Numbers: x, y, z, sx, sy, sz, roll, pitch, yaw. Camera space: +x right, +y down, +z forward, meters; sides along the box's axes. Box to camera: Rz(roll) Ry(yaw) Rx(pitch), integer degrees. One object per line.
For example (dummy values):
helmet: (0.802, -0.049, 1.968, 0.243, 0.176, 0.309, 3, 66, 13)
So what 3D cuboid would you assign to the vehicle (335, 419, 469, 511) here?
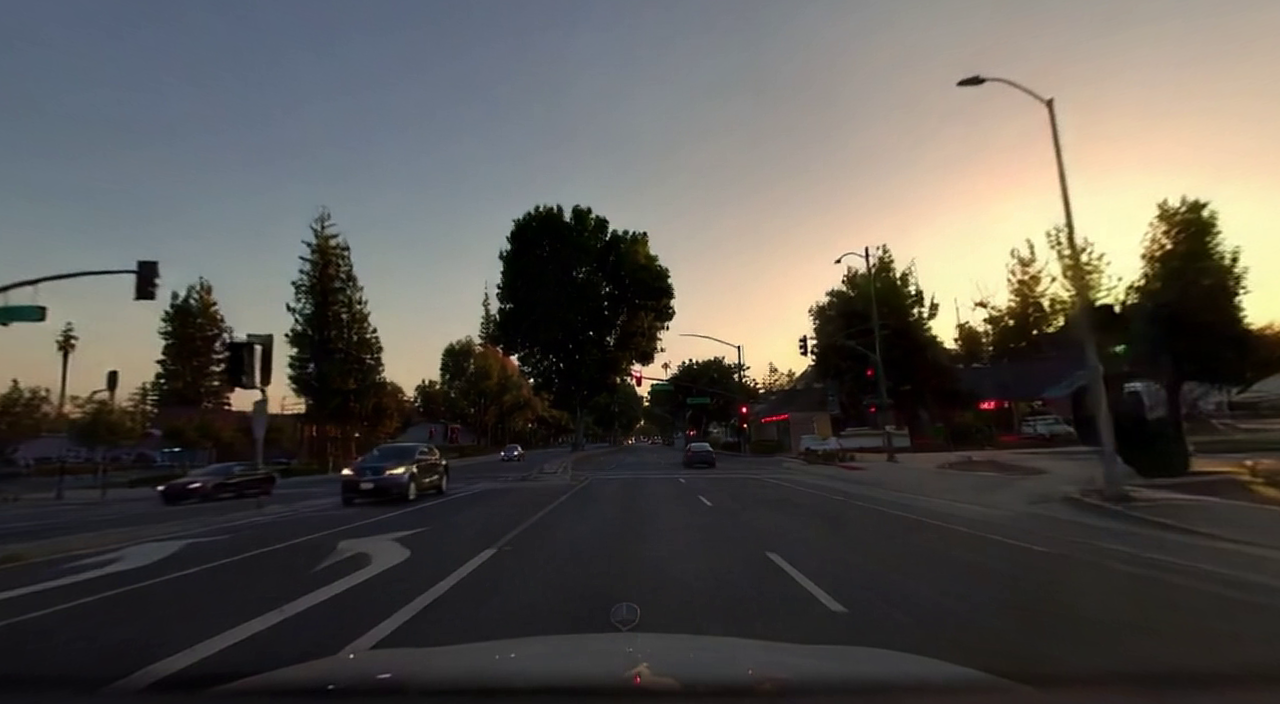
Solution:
vehicle: (-6.198, 2.980, 17.288, 2.270, 2.068, 5.517, 1, -9, -9)

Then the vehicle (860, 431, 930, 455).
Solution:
vehicle: (18.482, 6.599, 45.803, 4.447, 1.601, 2.033, 3, -9, -22)

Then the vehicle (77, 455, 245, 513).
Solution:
vehicle: (-15.350, 4.215, 20.632, 1.931, 1.590, 4.478, 0, -8, 1)

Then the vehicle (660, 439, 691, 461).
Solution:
vehicle: (2.698, 7.611, 48.962, 1.982, 1.605, 4.439, 0, -8, -1)

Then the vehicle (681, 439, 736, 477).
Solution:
vehicle: (3.063, 4.791, 28.872, 1.961, 1.580, 4.020, 0, -8, -1)

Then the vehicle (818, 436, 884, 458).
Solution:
vehicle: (16.157, 7.258, 48.375, 4.497, 1.594, 1.935, 3, -9, -23)
